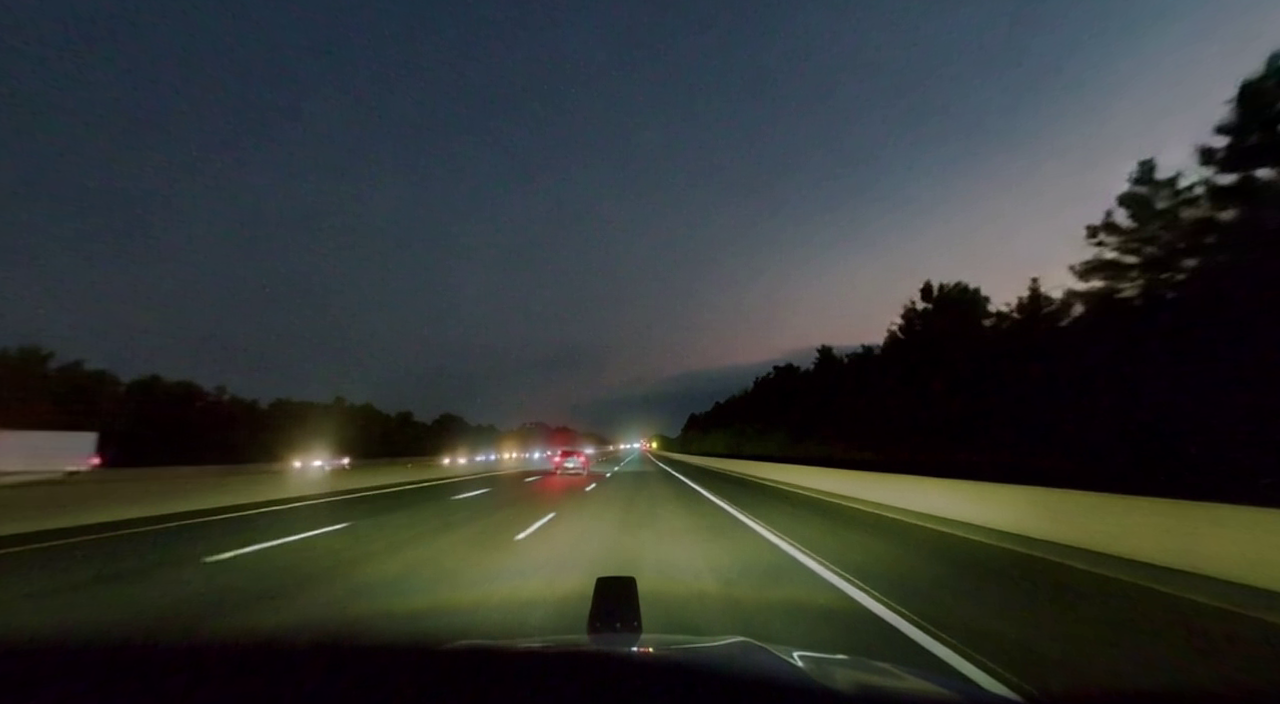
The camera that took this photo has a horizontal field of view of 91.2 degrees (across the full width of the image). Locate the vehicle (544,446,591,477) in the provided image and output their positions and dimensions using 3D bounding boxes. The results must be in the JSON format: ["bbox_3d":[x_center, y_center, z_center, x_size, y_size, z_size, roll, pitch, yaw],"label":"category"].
[{"bbox_3d":[-3.704,5.670,32.713,1.933,1.497,3.973,0,-9,0],"label":"vehicle"}]

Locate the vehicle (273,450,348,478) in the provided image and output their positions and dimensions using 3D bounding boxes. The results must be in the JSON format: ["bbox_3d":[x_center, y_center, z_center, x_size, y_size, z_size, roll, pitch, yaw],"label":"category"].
[{"bbox_3d":[-19.447,6.596,37.257,1.977,1.541,4.395,0,-9,1],"label":"vehicle"}]
